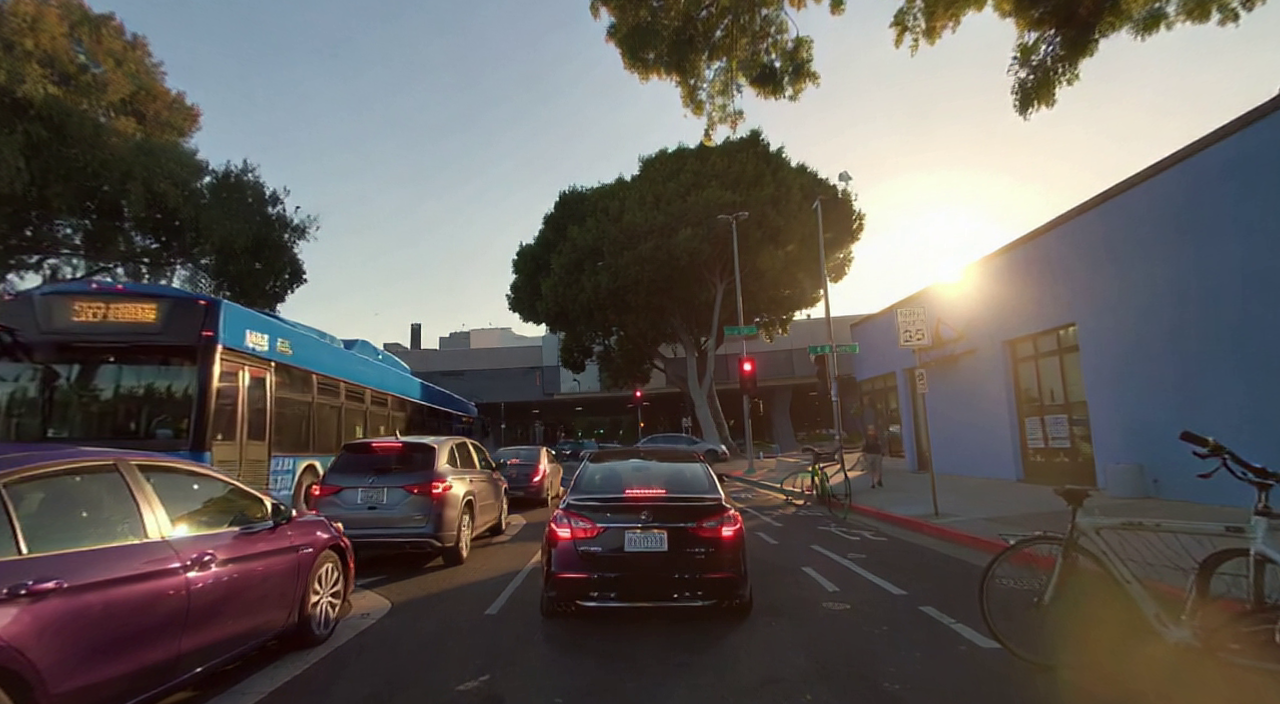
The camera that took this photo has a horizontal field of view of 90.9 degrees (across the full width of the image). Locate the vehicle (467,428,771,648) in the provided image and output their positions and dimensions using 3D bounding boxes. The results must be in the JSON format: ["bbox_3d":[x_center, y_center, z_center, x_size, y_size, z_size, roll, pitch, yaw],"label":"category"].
[{"bbox_3d":[-0.134,1.527,6.175,2.031,1.461,3.763,0,-8,0],"label":"vehicle"}]

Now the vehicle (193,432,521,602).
[{"bbox_3d":[-2.924,1.784,7.827,1.944,1.481,4.385,0,-8,1],"label":"vehicle"}]

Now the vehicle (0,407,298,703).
[{"bbox_3d":[-3.170,0.873,1.713,1.867,1.486,4.452,0,-8,2],"label":"vehicle"}]
